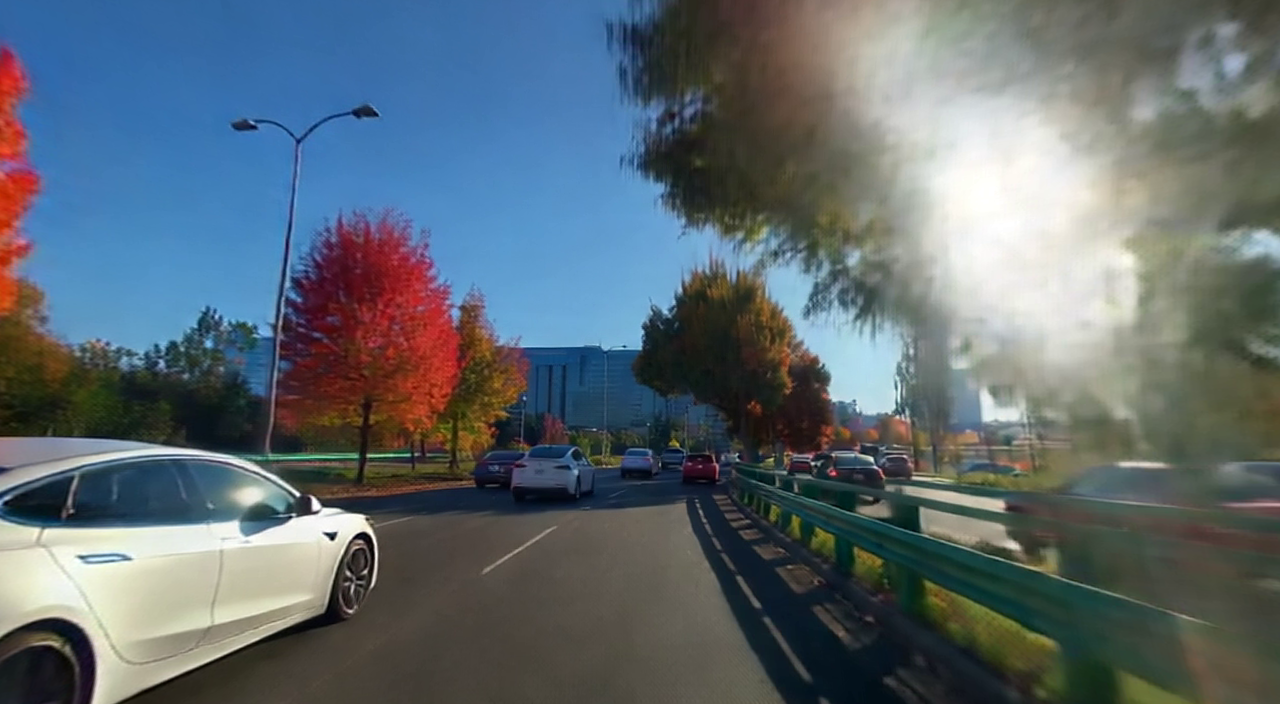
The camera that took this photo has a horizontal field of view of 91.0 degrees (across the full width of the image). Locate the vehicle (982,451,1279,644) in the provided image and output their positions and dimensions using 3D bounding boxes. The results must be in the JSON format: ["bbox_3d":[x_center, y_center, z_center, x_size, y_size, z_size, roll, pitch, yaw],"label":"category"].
[{"bbox_3d":[6.139,1.917,7.226,1.869,1.516,4.753,0,-9,2],"label":"vehicle"}]

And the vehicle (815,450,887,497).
[{"bbox_3d":[8.164,4.699,24.728,1.768,1.634,4.064,0,-9,5],"label":"vehicle"}]

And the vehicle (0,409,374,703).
[{"bbox_3d":[-3.354,1.106,3.297,1.921,1.503,4.317,0,-9,2],"label":"vehicle"}]

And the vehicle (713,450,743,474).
[{"bbox_3d":[6.610,8.135,46.801,1.977,1.704,3.841,-1,-9,11],"label":"vehicle"}]

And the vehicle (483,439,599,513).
[{"bbox_3d":[-2.431,3.201,16.822,1.979,1.663,4.513,0,-9,5],"label":"vehicle"}]

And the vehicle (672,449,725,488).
[{"bbox_3d":[2.610,4.989,27.266,2.015,1.506,4.276,-1,-9,8],"label":"vehicle"}]

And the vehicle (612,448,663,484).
[{"bbox_3d":[-0.039,5.768,32.200,1.930,1.635,4.260,-1,-9,9],"label":"vehicle"}]

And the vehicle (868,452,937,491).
[{"bbox_3d":[13.254,6.008,32.122,2.121,1.777,4.755,-1,-9,9],"label":"vehicle"}]

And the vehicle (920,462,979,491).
[{"bbox_3d":[17.982,7.212,36.776,1.816,1.481,4.422,-1,-9,9],"label":"vehicle"}]
